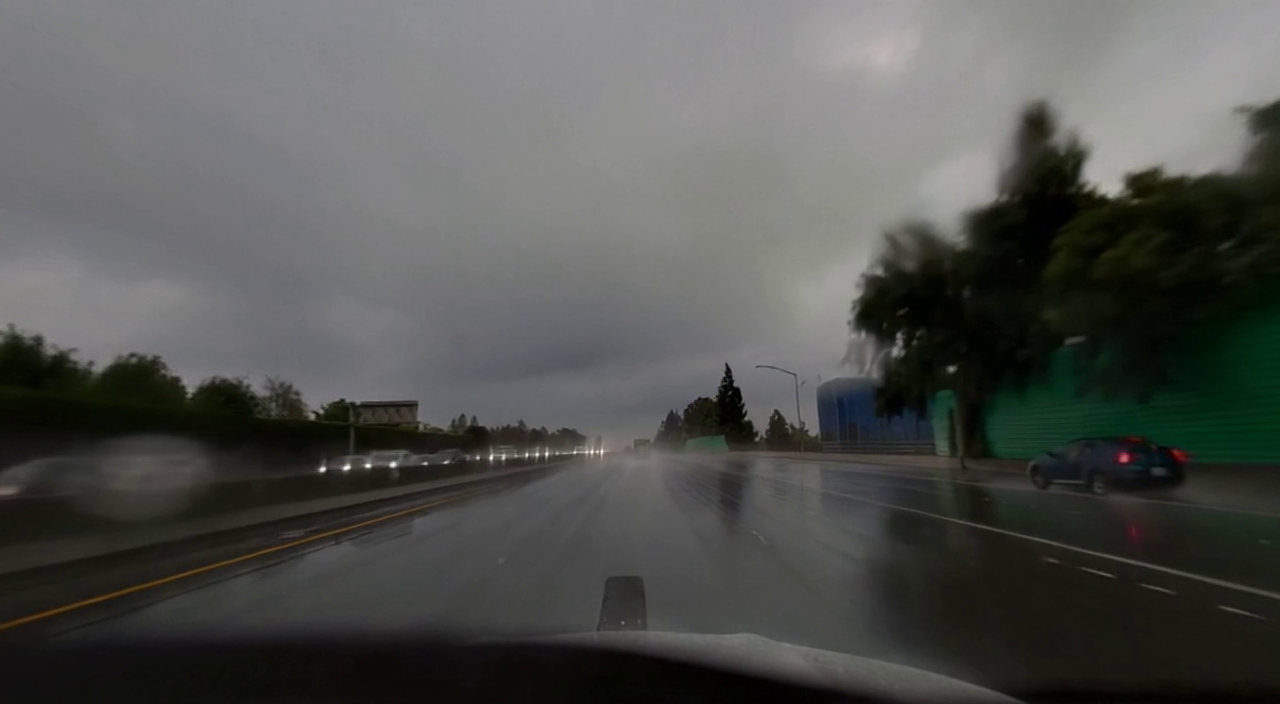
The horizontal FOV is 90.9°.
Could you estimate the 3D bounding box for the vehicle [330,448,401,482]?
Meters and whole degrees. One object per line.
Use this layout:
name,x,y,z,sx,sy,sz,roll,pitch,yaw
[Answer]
vehicle,-15.595,6.446,36.126,2.114,1.792,4.296,0,-9,0

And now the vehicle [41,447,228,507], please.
vehicle,-19.424,4.797,24.790,2.282,2.038,6.005,0,-9,1

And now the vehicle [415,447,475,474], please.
vehicle,-11.055,6.177,36.046,1.971,1.469,4.346,0,-9,0

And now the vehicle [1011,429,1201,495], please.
vehicle,12.648,3.028,17.533,2.163,1.596,3.997,0,-9,-1

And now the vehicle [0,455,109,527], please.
vehicle,-15.688,3.313,15.120,1.972,1.614,4.406,0,-9,1
